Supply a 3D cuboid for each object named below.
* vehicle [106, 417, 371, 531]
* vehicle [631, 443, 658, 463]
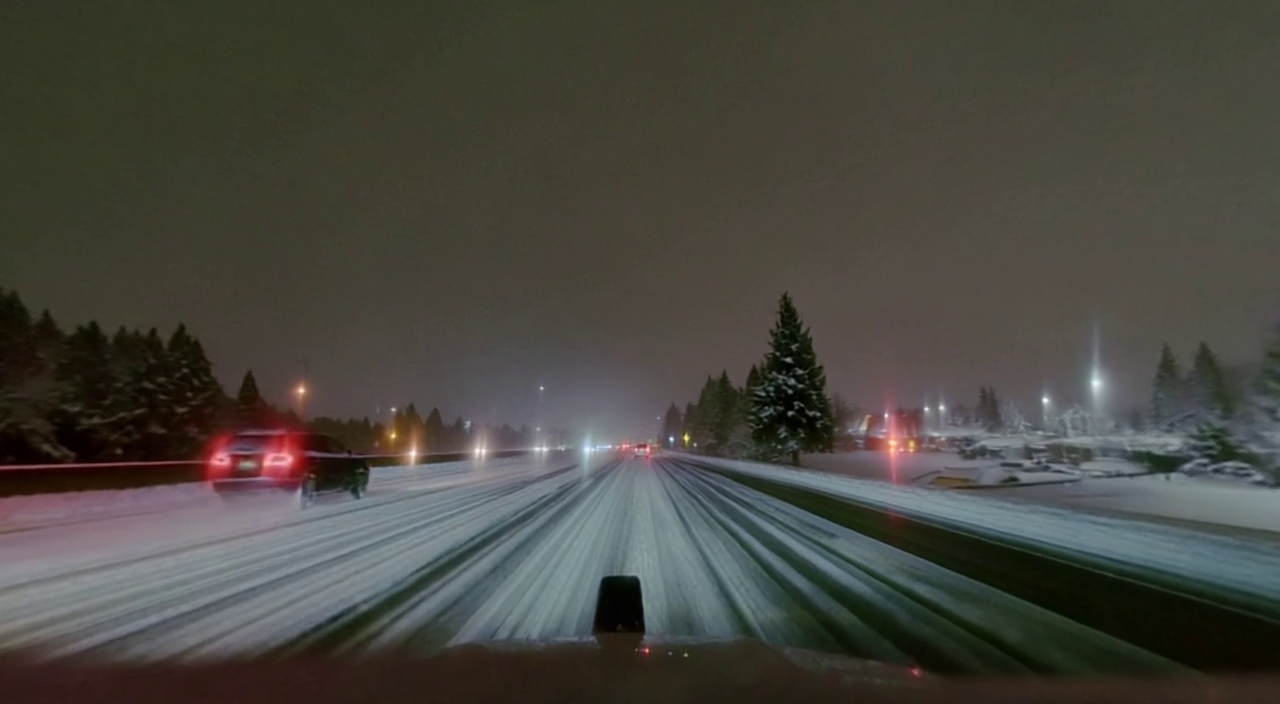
[{"bbox_3d":[-7.432,2.294,12.507,2.032,1.808,4.776,0,-8,1],"label":"vehicle"},{"bbox_3d":[0.295,7.852,49.216,2.021,1.528,4.154,0,-8,-1],"label":"vehicle"}]
